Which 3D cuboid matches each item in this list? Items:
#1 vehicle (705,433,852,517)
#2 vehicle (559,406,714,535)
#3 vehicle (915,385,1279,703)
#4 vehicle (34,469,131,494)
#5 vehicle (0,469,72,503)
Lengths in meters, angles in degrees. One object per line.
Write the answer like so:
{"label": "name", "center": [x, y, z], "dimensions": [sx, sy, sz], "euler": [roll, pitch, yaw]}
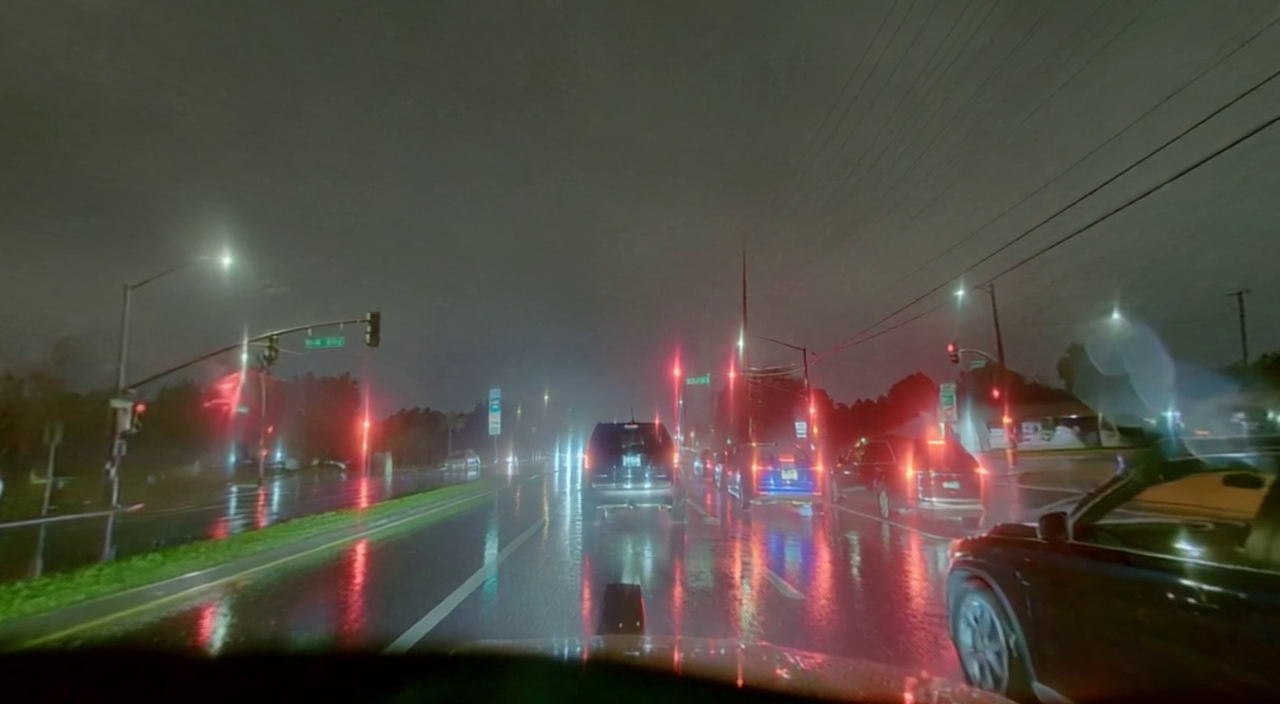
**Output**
{"label": "vehicle", "center": [2.707, 2.521, 13.490], "dimensions": [2.025, 1.477, 4.333], "euler": [0, -8, -2]}
{"label": "vehicle", "center": [-0.090, 2.081, 11.663], "dimensions": [2.236, 1.856, 4.816], "euler": [0, -8, -1]}
{"label": "vehicle", "center": [2.751, 0.830, 1.774], "dimensions": [2.004, 1.460, 4.297], "euler": [0, -8, 0]}
{"label": "vehicle", "center": [-38.158, 8.841, 43.317], "dimensions": [4.569, 1.505, 1.992], "euler": [1, -9, -5]}
{"label": "vehicle", "center": [-33.367, 7.090, 33.474], "dimensions": [4.550, 1.601, 1.766], "euler": [1, -8, -7]}
